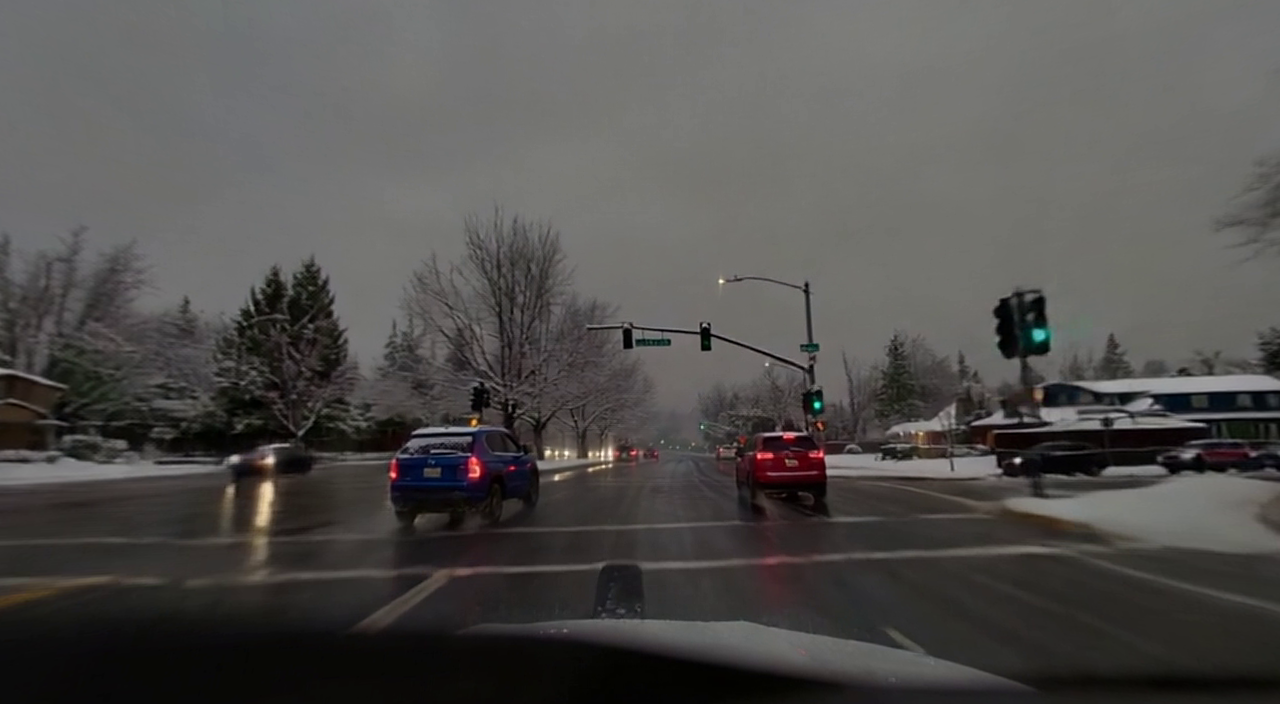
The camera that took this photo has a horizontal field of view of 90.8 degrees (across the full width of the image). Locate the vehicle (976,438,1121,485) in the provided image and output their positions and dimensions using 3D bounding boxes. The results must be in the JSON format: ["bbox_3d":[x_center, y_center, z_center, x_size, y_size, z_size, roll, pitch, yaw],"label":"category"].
[{"bbox_3d":[16.404,4.354,25.420,4.922,1.630,2.094,1,-9,-17],"label":"vehicle"}]

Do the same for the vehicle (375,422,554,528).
[{"bbox_3d":[-3.151,2.327,12.529,2.045,1.688,4.632,-1,-8,2],"label":"vehicle"}]

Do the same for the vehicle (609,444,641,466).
[{"bbox_3d":[-1.093,7.806,48.040,1.988,1.569,4.202,-1,-8,4],"label":"vehicle"}]

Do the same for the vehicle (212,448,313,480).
[{"bbox_3d":[-18.823,5.590,31.842,1.976,1.492,4.758,-1,-8,3],"label":"vehicle"}]

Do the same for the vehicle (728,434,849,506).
[{"bbox_3d":[3.749,3.060,16.860,2.132,1.659,4.387,0,-8,0],"label":"vehicle"}]

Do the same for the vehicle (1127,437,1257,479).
[{"bbox_3d":[24.213,4.621,27.733,4.479,1.652,2.174,2,-9,-18],"label":"vehicle"}]
